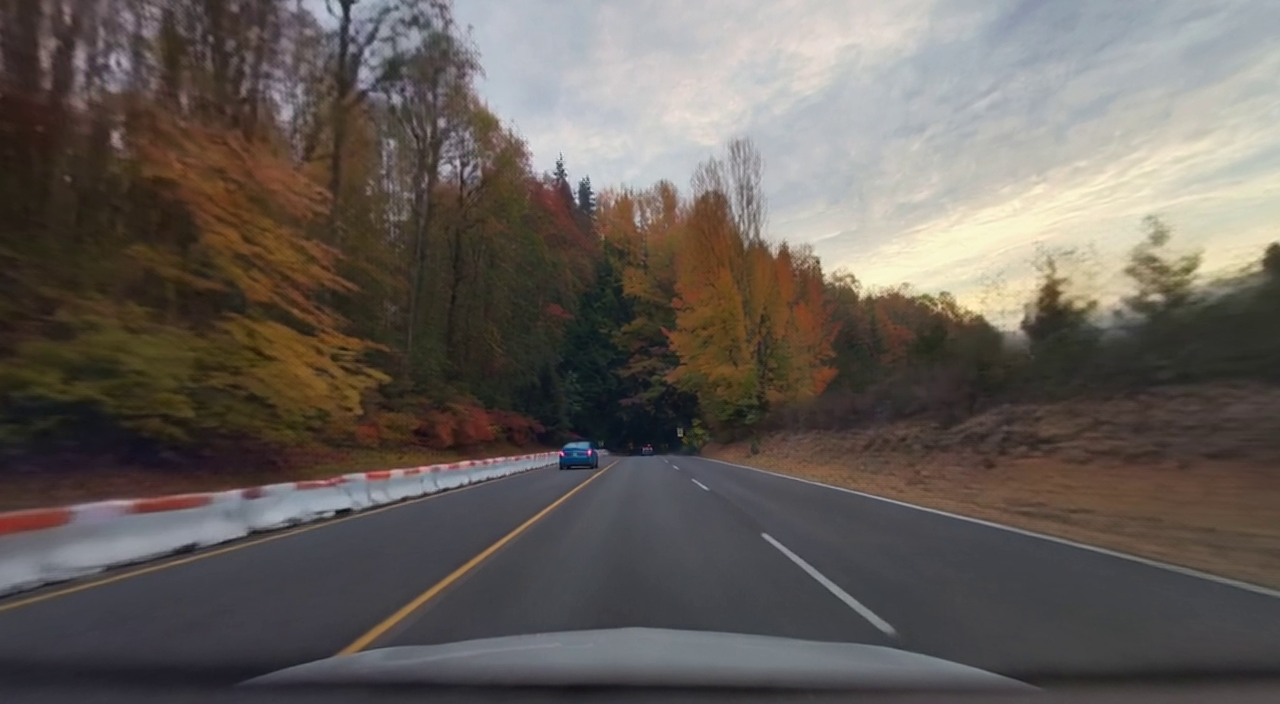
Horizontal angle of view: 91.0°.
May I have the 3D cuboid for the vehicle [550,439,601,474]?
[{"bbox_3d":[-2.947,4.857,29.421,1.902,1.505,4.016,0,-8,1],"label":"vehicle"}]
